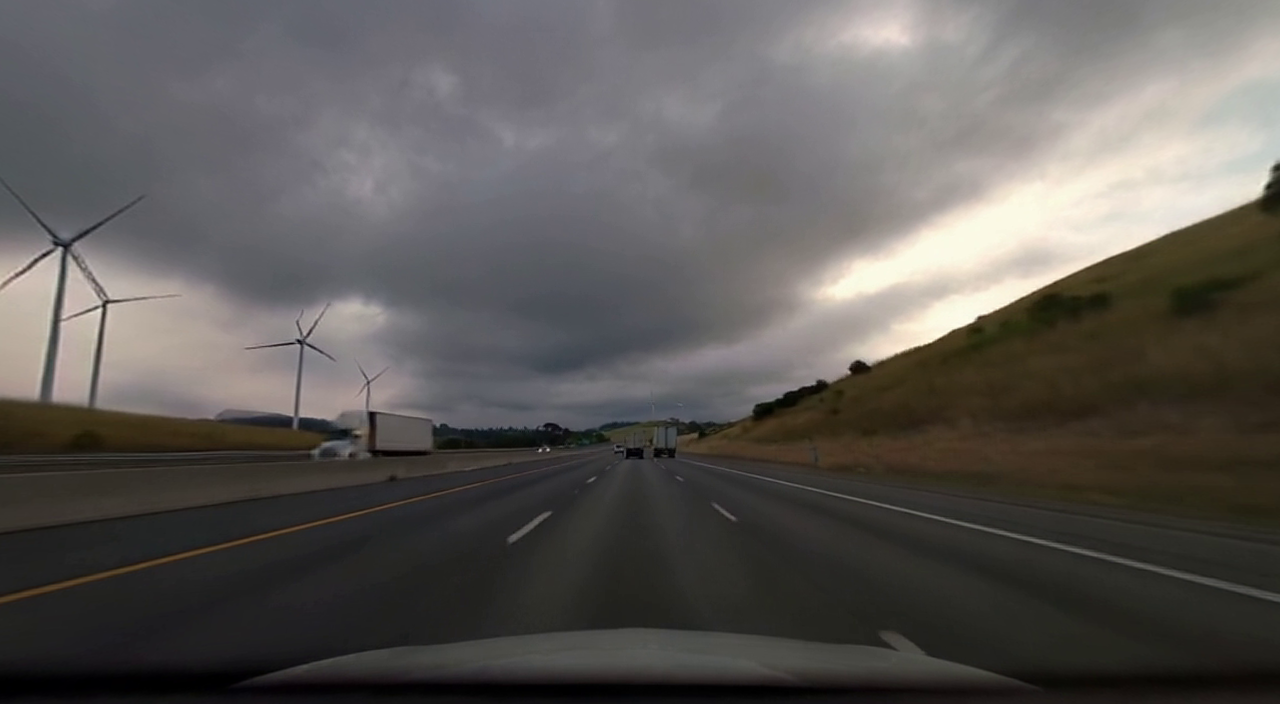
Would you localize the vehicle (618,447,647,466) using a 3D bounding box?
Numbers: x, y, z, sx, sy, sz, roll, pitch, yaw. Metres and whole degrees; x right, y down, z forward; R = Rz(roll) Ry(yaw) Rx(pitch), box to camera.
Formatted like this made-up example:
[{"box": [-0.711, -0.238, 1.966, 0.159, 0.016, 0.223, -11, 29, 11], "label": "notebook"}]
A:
[{"box": [-0.606, 8.222, 49.566, 2.209, 1.453, 3.695, 0, -9, -1], "label": "vehicle"}]

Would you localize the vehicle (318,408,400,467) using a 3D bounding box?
[{"box": [-19.042, 5.911, 43.170, 2.983, 3.701, 5.845, 0, -9, -2], "label": "vehicle"}]
